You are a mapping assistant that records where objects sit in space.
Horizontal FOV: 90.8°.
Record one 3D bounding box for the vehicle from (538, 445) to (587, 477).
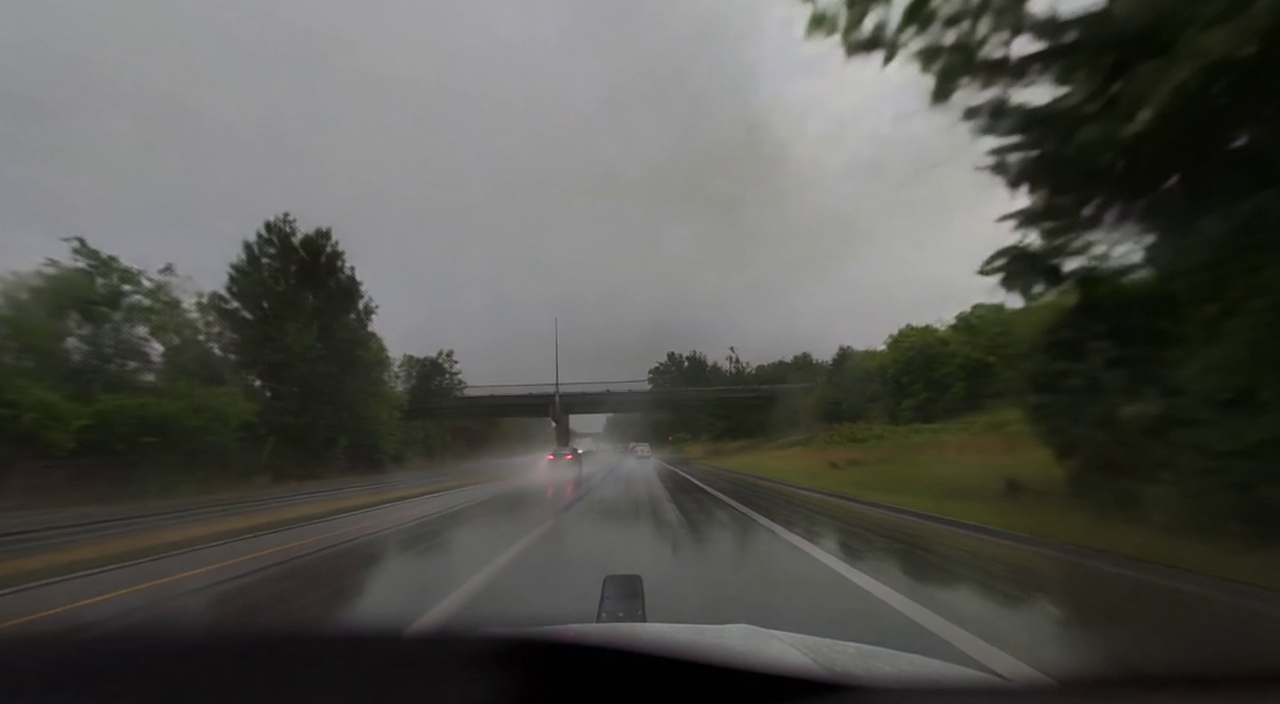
[{"bbox_3d":[-4.176,5.917,34.601,2.076,1.637,4.526,0,-9,0],"label":"vehicle"}]
